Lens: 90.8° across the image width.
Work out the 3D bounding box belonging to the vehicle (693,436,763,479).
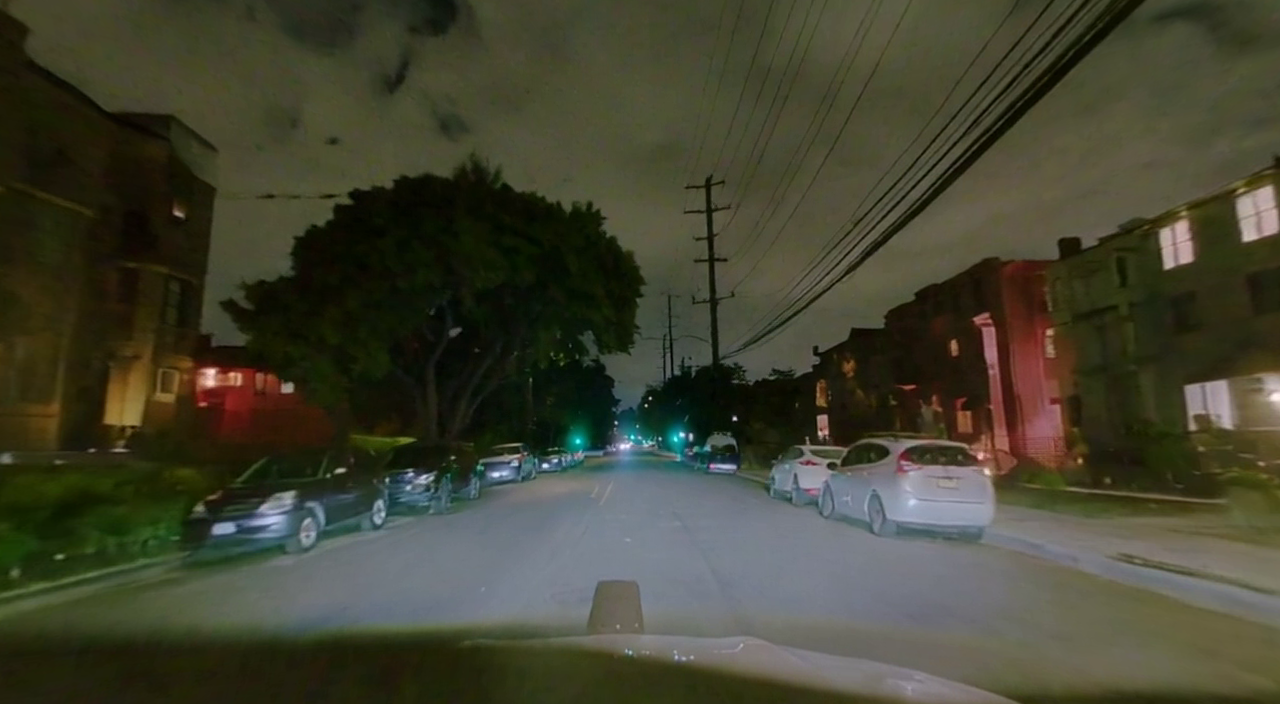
[{"bbox_3d":[4.054,4.977,30.181,2.279,1.848,5.577,1,-9,-3],"label":"vehicle"}]

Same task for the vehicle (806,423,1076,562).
[{"bbox_3d":[4.177,2.007,9.867,1.979,1.620,4.684,0,-8,1],"label":"vehicle"}]

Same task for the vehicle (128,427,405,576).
[{"bbox_3d":[-5.427,2.145,9.968,1.873,1.709,4.206,-4,-8,-1],"label":"vehicle"}]

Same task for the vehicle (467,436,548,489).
[{"bbox_3d":[-5.502,4.611,27.006,2.285,1.895,5.883,-2,-8,-1],"label":"vehicle"}]
